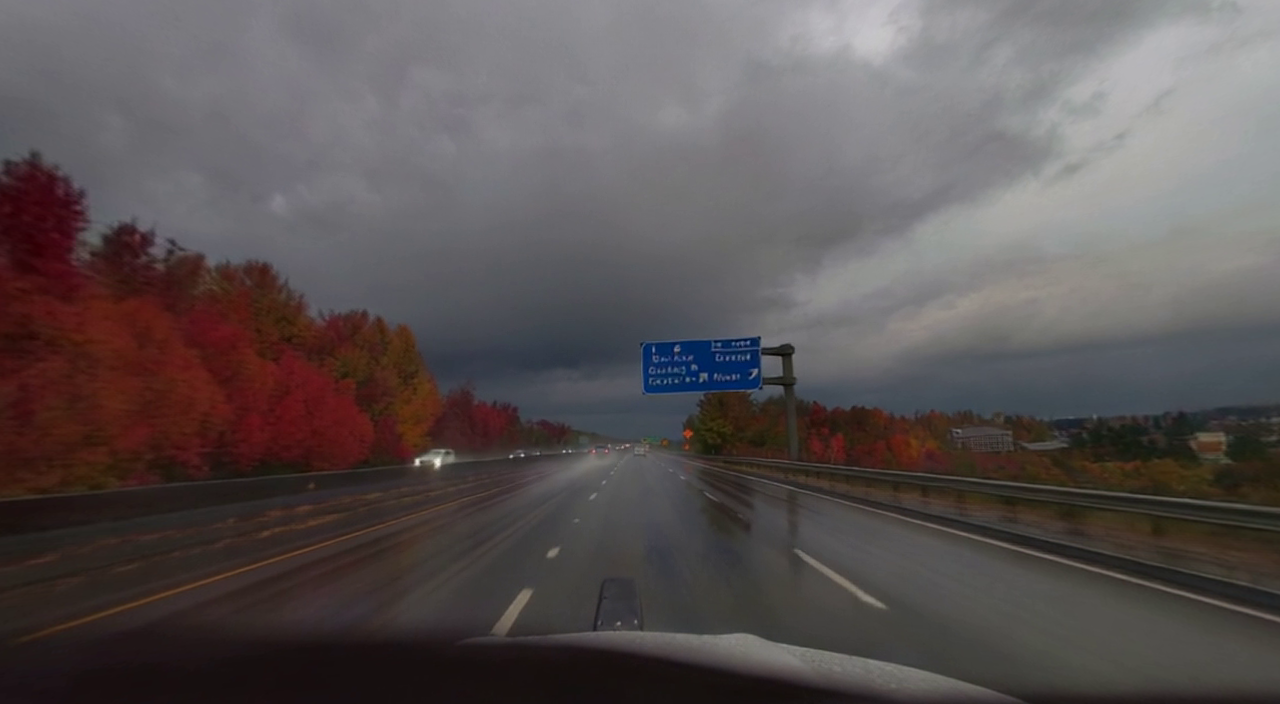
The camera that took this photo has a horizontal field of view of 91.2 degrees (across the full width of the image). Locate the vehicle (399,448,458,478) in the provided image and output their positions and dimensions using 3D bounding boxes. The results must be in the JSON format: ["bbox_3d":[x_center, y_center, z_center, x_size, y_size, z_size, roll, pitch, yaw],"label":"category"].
[{"bbox_3d":[-11.868,6.237,35.410,1.841,1.547,4.273,0,-9,0],"label":"vehicle"}]
